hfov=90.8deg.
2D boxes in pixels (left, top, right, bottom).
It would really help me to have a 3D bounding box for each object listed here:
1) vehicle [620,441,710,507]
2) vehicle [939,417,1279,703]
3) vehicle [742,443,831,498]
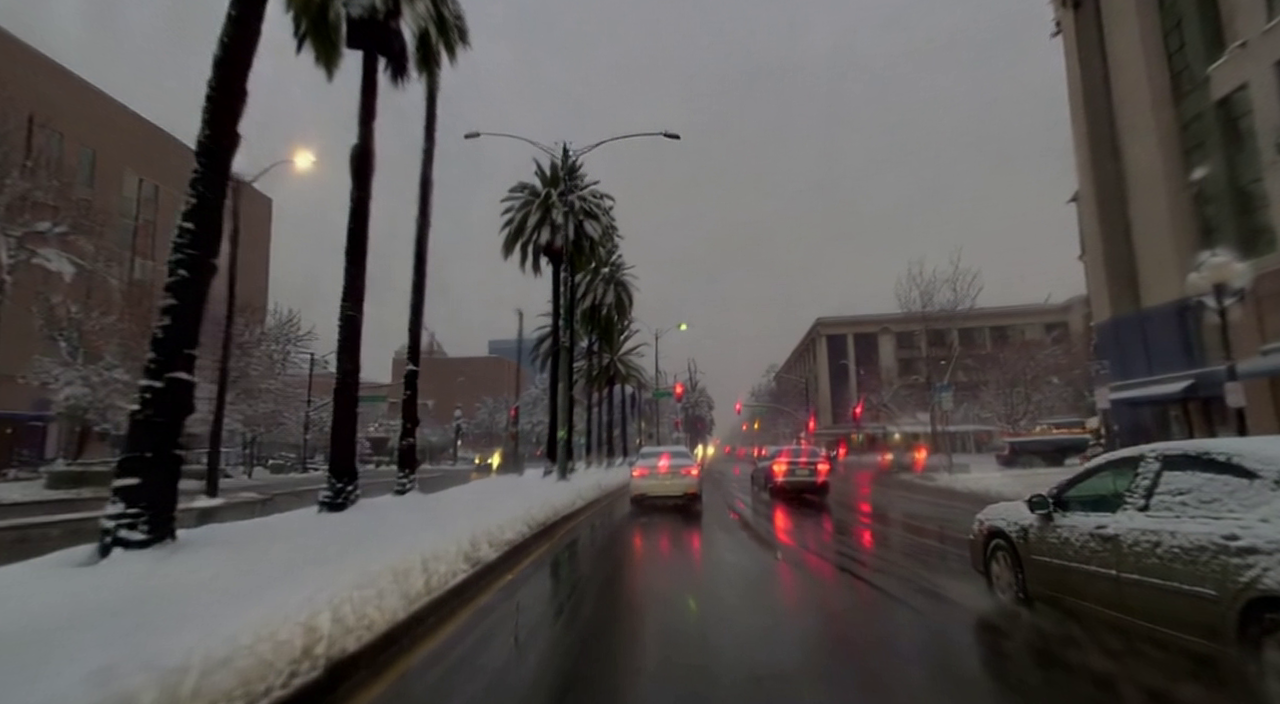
[{"bbox_3d":[0.702,3.129,16.604,2.078,1.503,3.681,-1,-9,4],"label":"vehicle"},{"bbox_3d":[3.887,1.203,3.983,1.913,1.469,4.425,-1,-9,2],"label":"vehicle"},{"bbox_3d":[4.341,3.556,19.396,1.920,1.490,4.417,-1,-9,4],"label":"vehicle"}]
